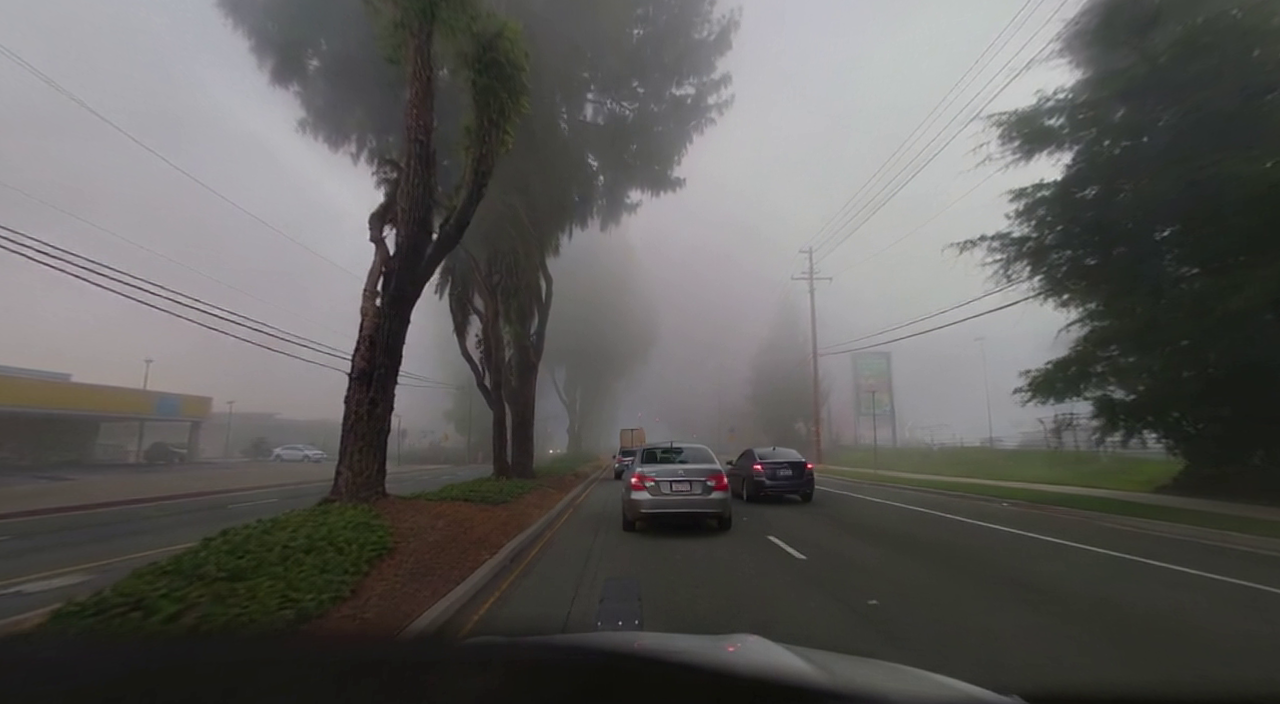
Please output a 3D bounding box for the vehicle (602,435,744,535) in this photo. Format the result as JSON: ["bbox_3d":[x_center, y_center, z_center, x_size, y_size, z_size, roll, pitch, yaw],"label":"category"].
[{"bbox_3d":[0.419,2.307,11.574,2.144,1.473,4.028,0,-8,-2],"label":"vehicle"}]

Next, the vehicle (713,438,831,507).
[{"bbox_3d":[3.148,2.950,15.919,1.985,1.489,4.036,0,-8,-2],"label":"vehicle"}]
